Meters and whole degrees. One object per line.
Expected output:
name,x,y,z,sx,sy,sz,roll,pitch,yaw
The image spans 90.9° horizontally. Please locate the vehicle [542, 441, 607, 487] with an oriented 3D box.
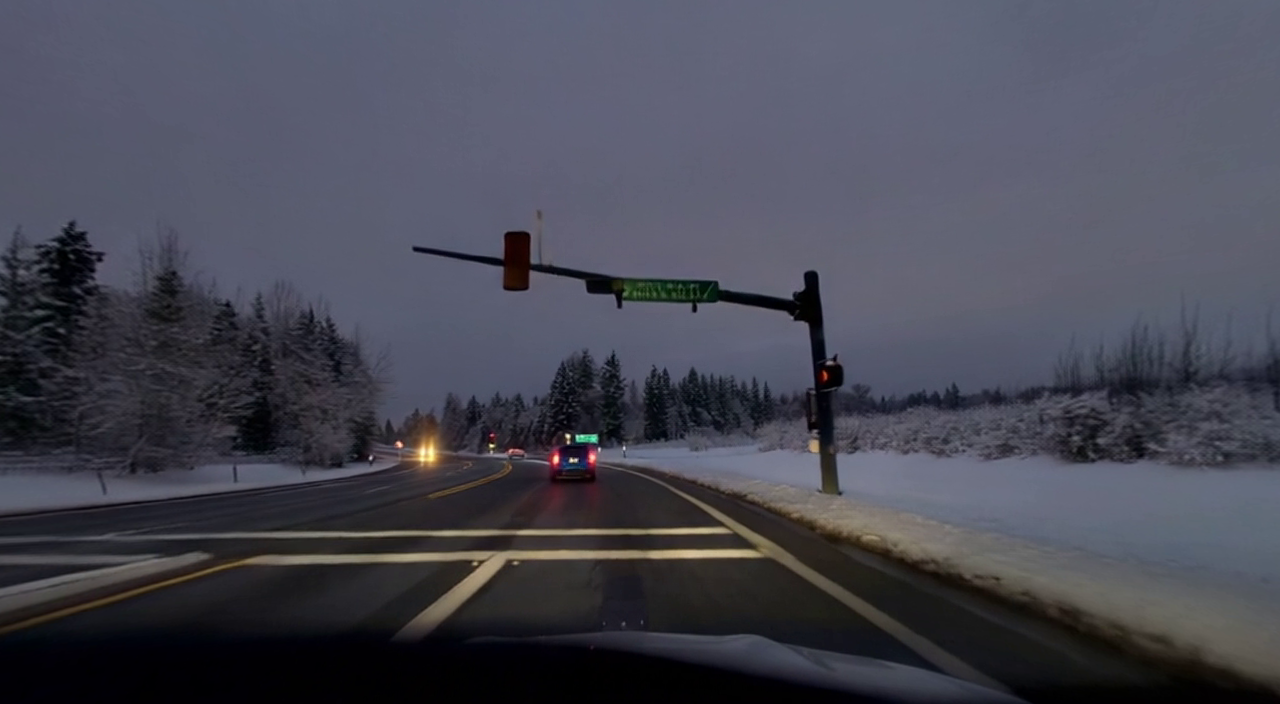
vehicle,-2.525,4.084,23.366,2.148,1.521,4.089,1,-8,-9
